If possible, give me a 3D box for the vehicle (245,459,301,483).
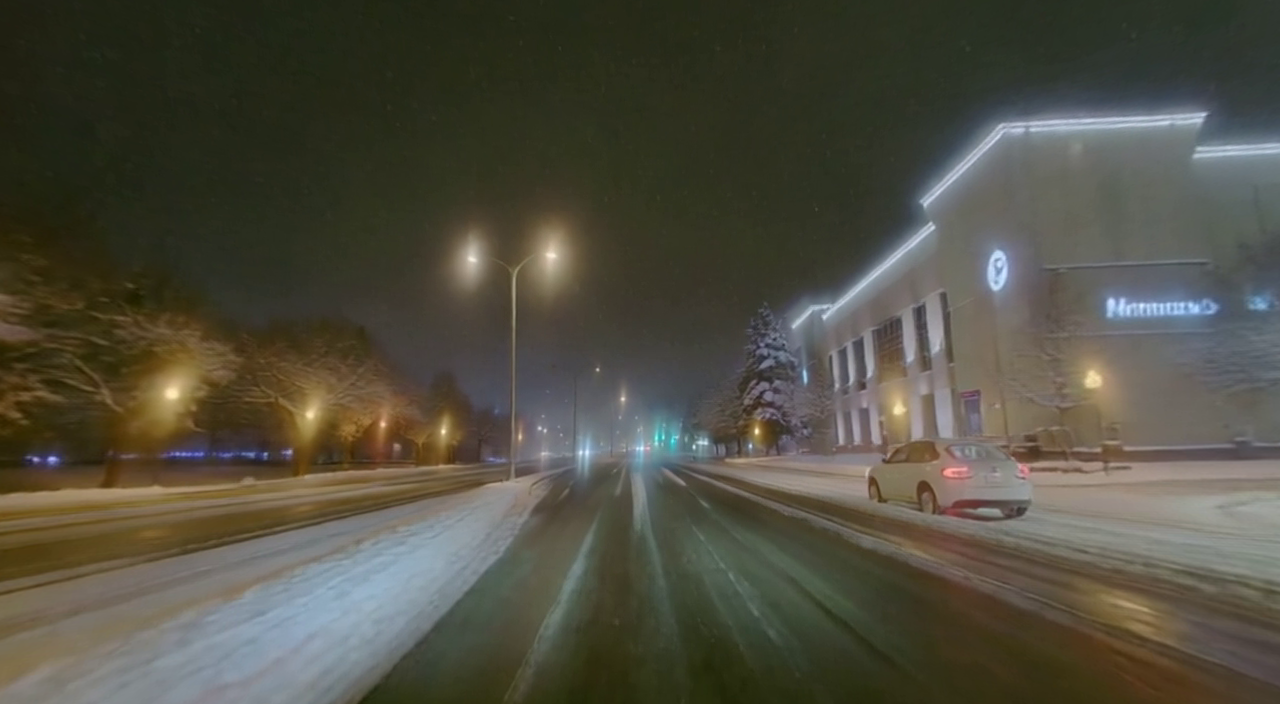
[{"bbox_3d":[-27.666,8.917,47.545,4.967,1.587,2.096,-8,-11,41],"label":"vehicle"}]

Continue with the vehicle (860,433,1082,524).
[{"bbox_3d":[6.395,2.484,13.026,1.913,1.504,4.738,0,-9,-1],"label":"vehicle"}]
